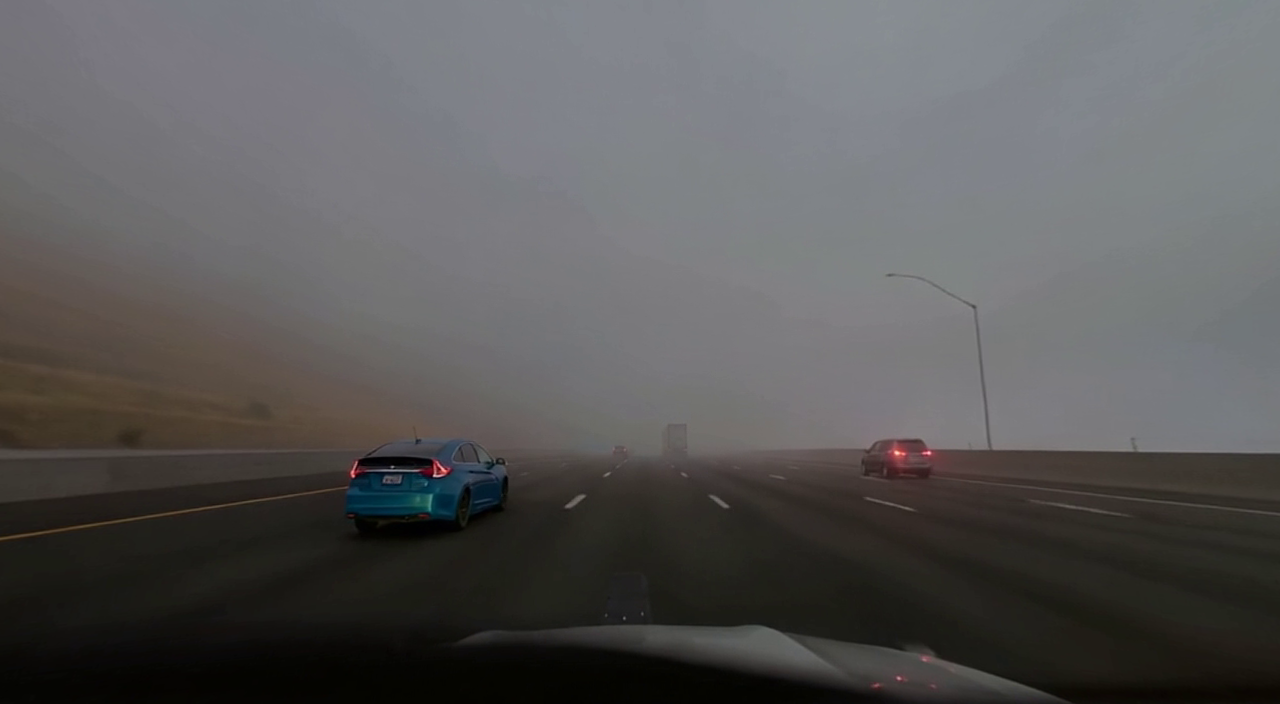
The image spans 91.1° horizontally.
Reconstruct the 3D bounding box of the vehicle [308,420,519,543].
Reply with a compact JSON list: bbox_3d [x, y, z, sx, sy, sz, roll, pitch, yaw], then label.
[{"bbox_3d":[-3.383,2.009,10.313,1.967,1.615,3.886,0,-9,1],"label":"vehicle"}]

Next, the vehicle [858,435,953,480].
[{"bbox_3d":[11.213,4.490,26.917,2.062,1.736,4.589,0,-9,0],"label":"vehicle"}]
